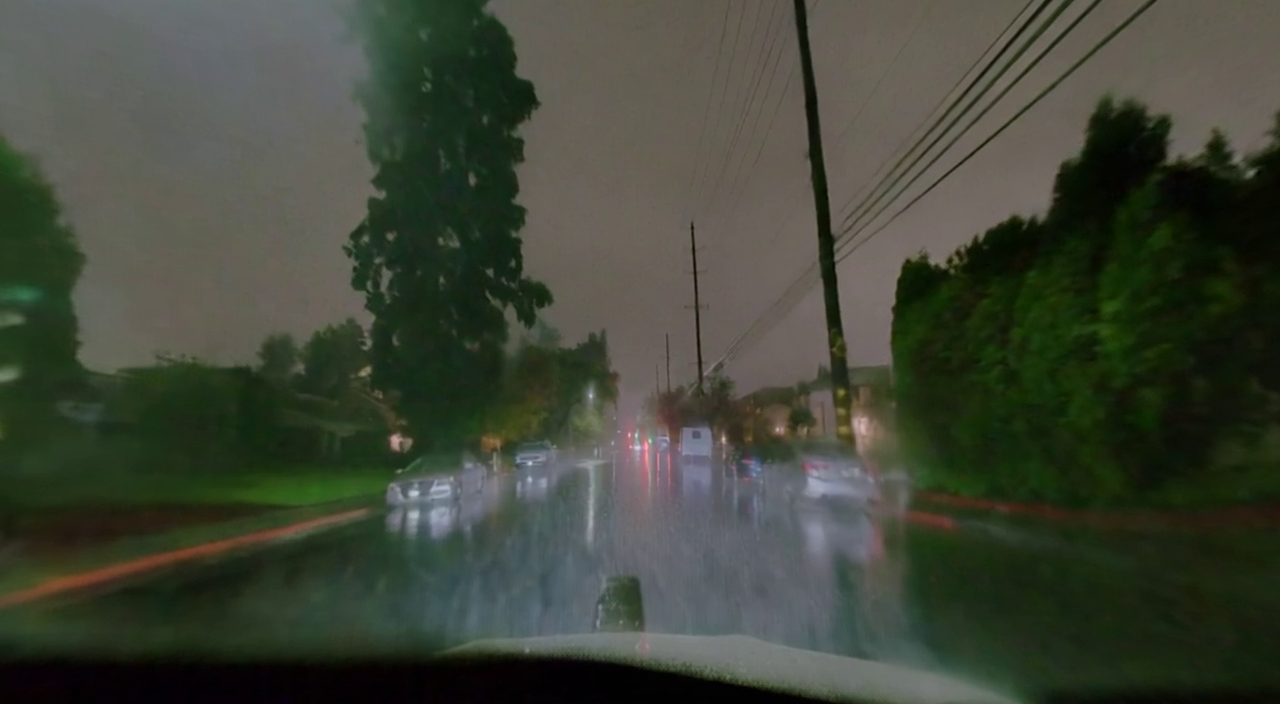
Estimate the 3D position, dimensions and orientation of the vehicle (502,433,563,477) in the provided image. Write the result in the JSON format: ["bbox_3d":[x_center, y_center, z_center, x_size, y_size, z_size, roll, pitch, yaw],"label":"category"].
[{"bbox_3d":[-6.043,5.822,36.219,2.284,2.119,5.984,-3,-7,1],"label":"vehicle"}]

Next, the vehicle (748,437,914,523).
[{"bbox_3d":[3.985,2.757,14.290,2.144,1.572,5.026,0,-8,-1],"label":"vehicle"}]

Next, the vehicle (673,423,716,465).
[{"bbox_3d":[3.816,6.627,45.530,2.384,2.791,5.899,0,-8,-2],"label":"vehicle"}]

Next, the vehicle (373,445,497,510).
[{"bbox_3d":[-6.120,3.756,19.693,2.094,1.433,5.740,-4,-7,-2],"label":"vehicle"}]

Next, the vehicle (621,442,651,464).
[{"bbox_3d":[-0.297,7.324,46.048,2.062,1.509,4.305,0,-8,-1],"label":"vehicle"}]
